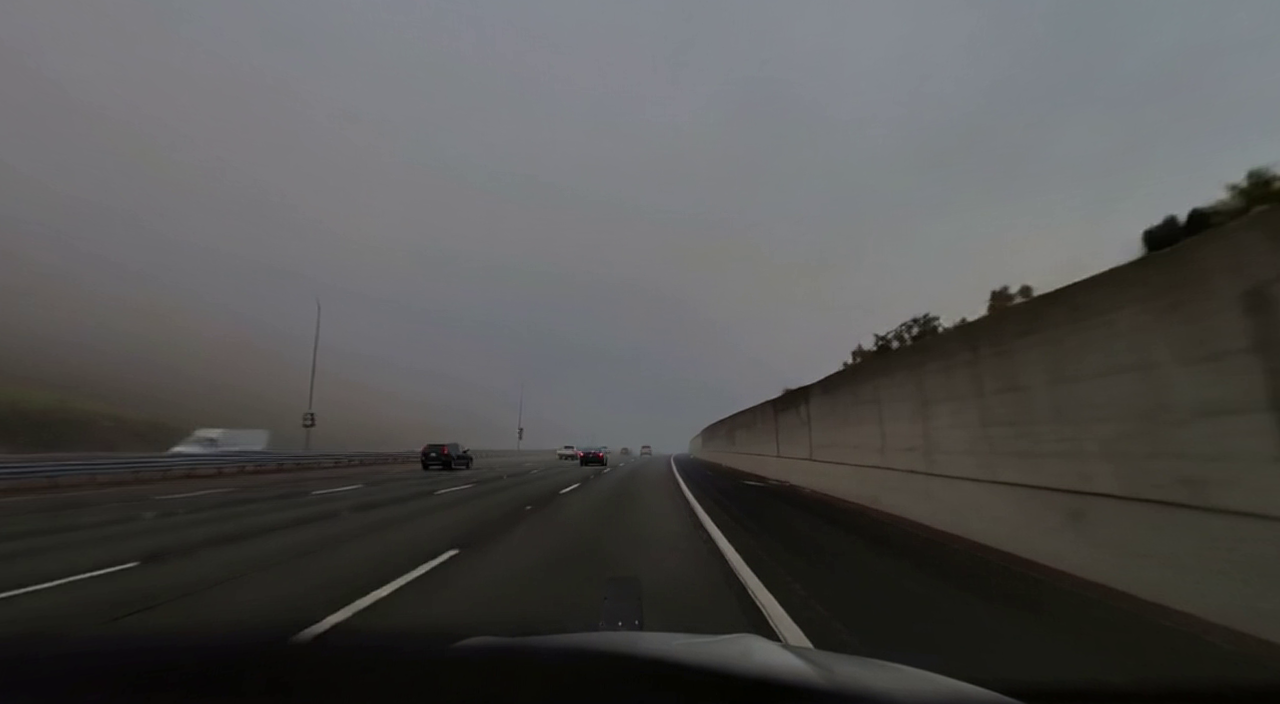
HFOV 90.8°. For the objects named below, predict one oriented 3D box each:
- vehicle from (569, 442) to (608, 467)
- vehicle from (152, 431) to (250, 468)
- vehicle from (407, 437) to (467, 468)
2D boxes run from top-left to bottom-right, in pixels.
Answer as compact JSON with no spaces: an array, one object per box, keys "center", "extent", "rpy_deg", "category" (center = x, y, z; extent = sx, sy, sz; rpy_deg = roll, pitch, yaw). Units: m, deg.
[{"center":[-3.149,6.353,39.374],"extent":[1.931,1.492,4.076],"rpy_deg":[0,-8,2],"category":"vehicle"},{"center":[-32.697,7.289,47.351],"extent":[2.219,2.546,6.742],"rpy_deg":[-1,-8,2],"category":"vehicle"},{"center":[-12.676,6.292,39.769],"extent":[2.076,1.766,4.831],"rpy_deg":[0,-8,2],"category":"vehicle"}]
